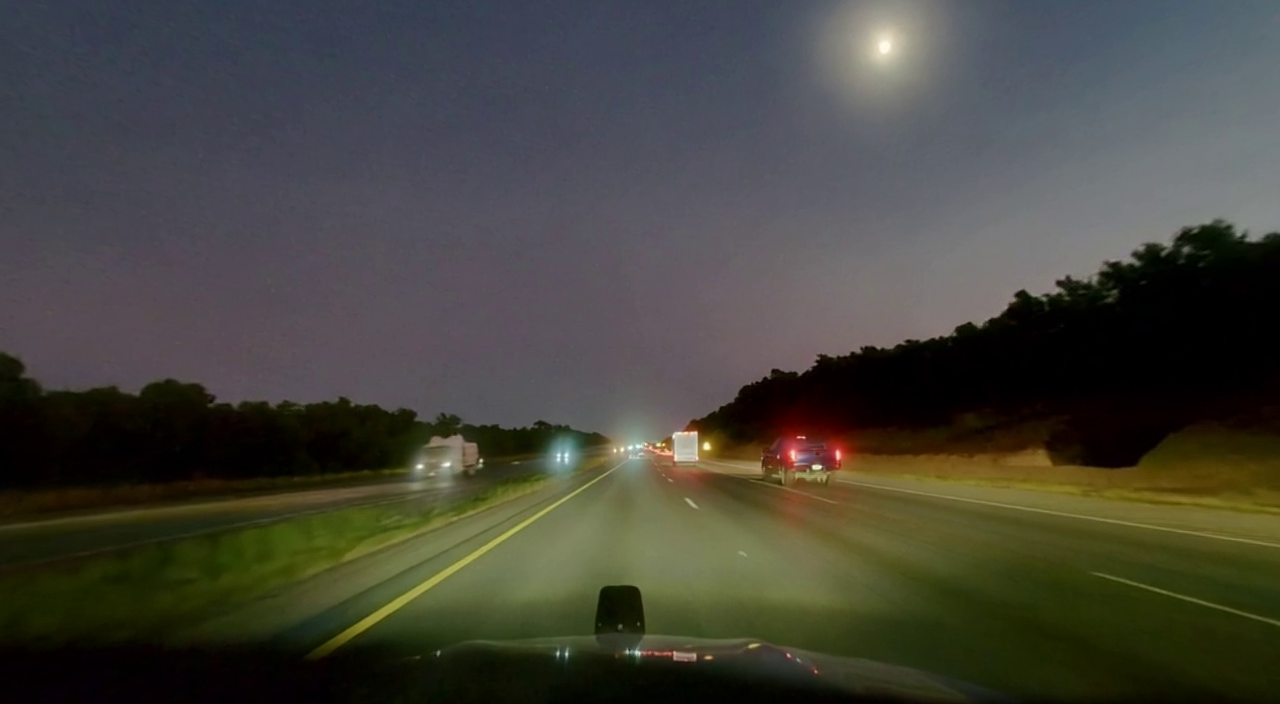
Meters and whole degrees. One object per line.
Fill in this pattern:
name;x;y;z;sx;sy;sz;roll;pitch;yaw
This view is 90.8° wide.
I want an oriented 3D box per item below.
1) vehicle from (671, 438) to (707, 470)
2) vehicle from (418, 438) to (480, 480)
vehicle;3.693;7.862;48.784;2.242;2.285;5.015;0;-9;-2
vehicle;-12.032;6.784;40.147;2.273;2.442;5.112;0;-9;1
